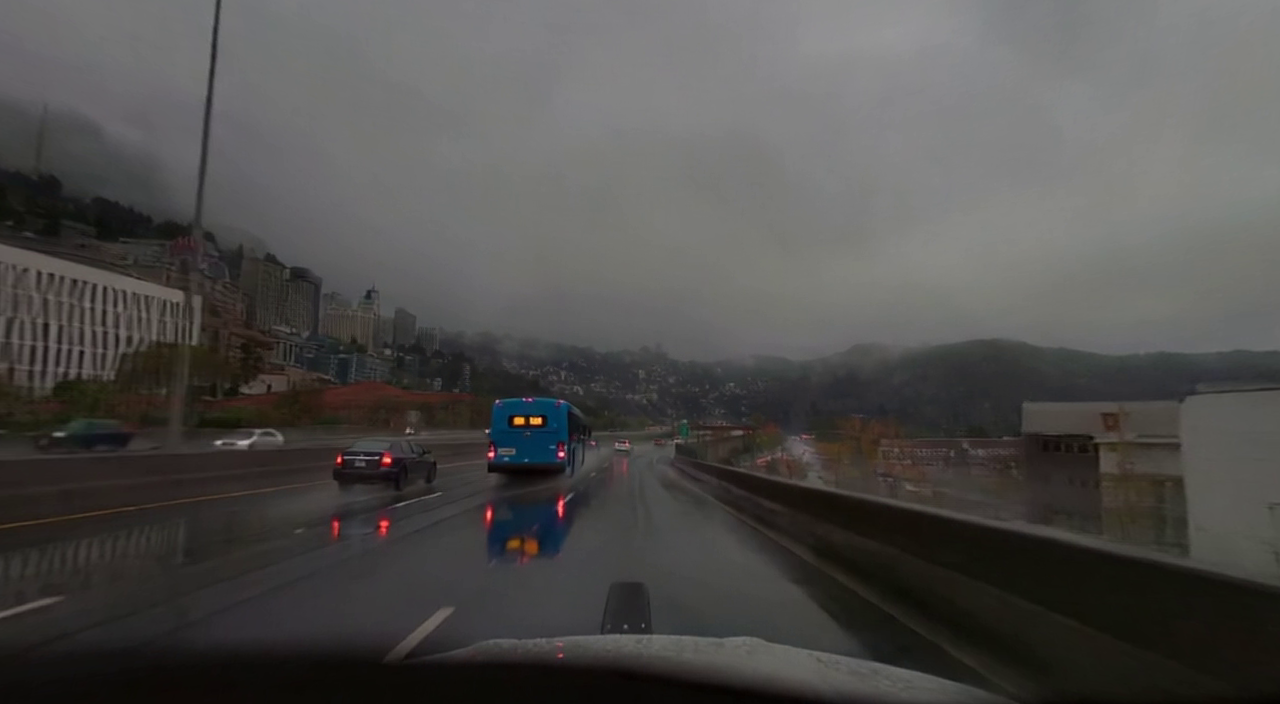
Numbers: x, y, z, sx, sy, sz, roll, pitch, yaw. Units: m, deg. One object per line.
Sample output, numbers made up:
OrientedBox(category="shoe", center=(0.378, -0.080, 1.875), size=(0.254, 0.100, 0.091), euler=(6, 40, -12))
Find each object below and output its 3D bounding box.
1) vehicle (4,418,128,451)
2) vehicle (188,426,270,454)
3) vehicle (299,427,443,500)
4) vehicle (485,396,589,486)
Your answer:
OrientedBox(category="vehicle", center=(-31.979, 4.676, 35.357), size=(1.840, 1.662, 5.052), euler=(-1, -9, 6))
OrientedBox(category="vehicle", center=(-24.463, 5.281, 37.701), size=(1.843, 1.533, 4.083), euler=(-1, -9, 6))
OrientedBox(category="vehicle", center=(-7.099, 2.996, 17.262), size=(1.993, 1.690, 4.450), euler=(0, -9, -1))
OrientedBox(category="vehicle", center=(-3.710, 3.614, 24.913), size=(2.888, 2.944, 8.373), euler=(0, -10, -1))
